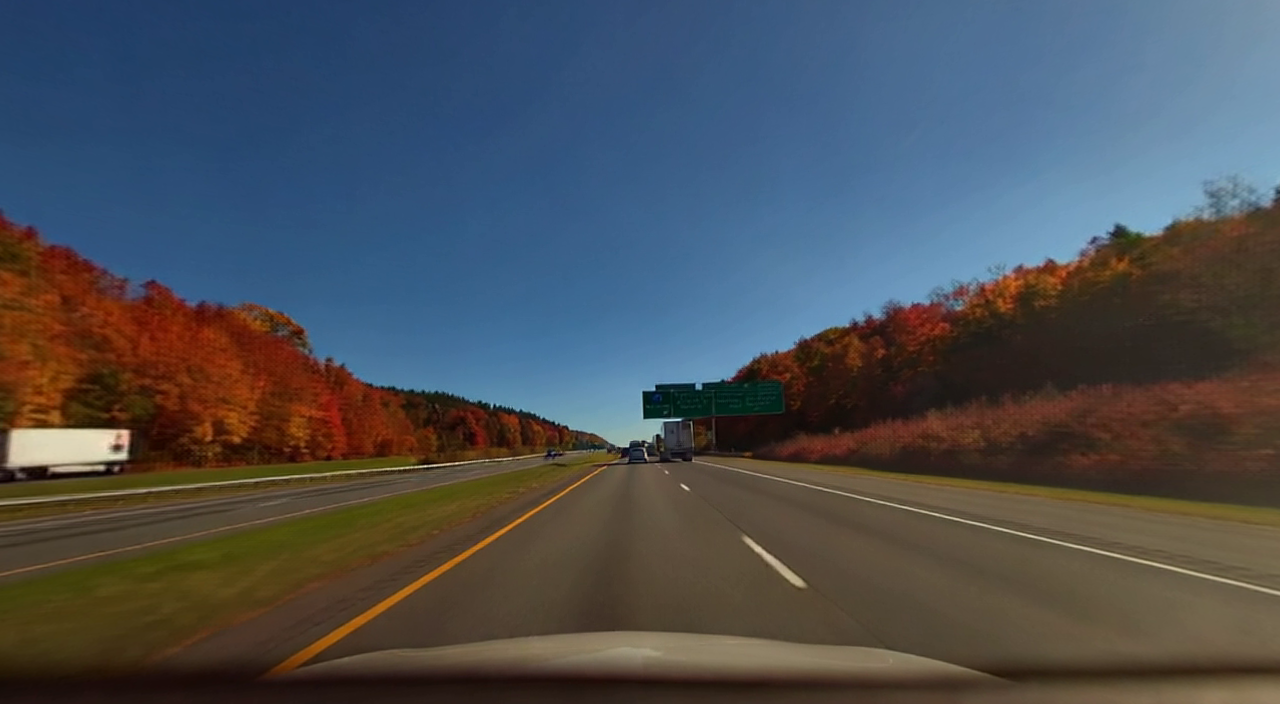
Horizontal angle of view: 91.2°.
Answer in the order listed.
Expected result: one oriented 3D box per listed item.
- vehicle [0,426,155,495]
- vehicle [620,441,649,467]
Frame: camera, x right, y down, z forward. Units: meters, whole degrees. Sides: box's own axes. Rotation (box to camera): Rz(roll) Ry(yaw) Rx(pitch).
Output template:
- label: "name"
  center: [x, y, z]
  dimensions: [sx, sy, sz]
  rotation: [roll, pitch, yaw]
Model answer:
- label: "vehicle"
  center: [-40.460, 7.584, 44.386]
  dimensions: [2.932, 4.093, 14.120]
  rotation: [1, -9, -9]
- label: "vehicle"
  center: [-0.464, 7.756, 47.863]
  dimensions: [2.156, 1.886, 4.334]
  rotation: [0, -9, -2]
